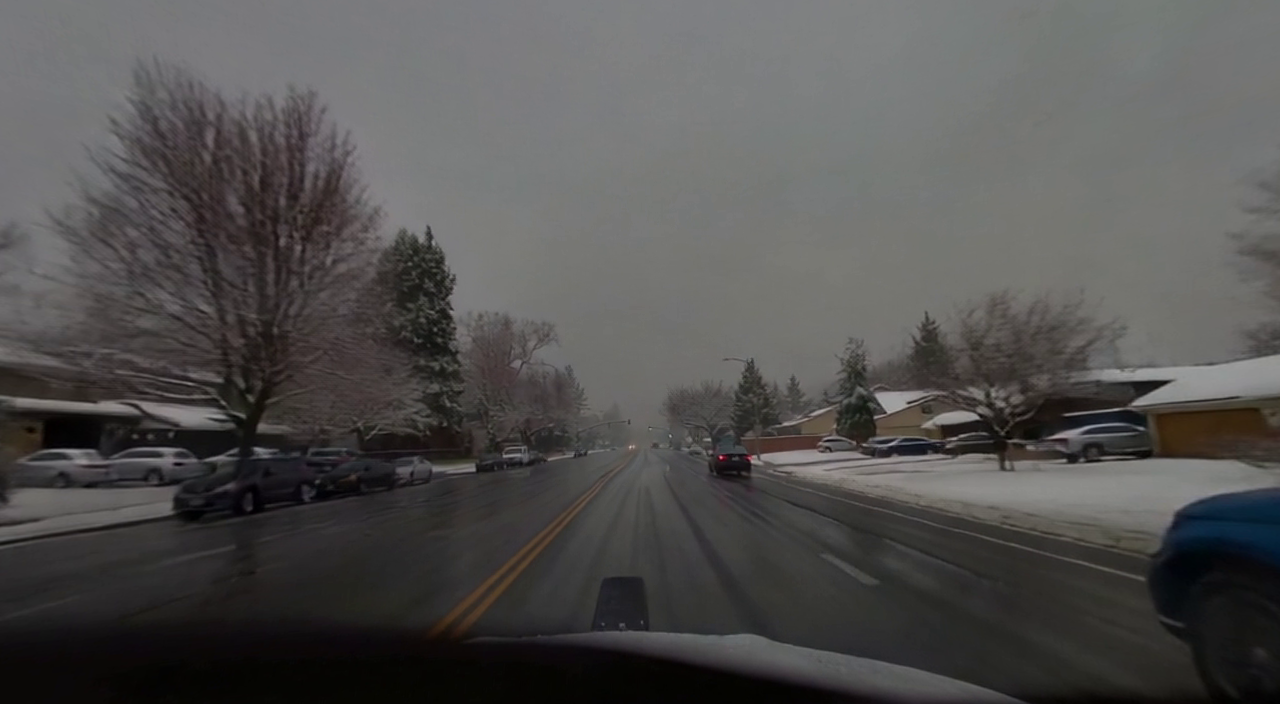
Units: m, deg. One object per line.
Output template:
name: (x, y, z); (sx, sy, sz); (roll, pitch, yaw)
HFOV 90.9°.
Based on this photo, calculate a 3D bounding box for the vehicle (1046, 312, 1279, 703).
vehicle: (4.027, 0.558, 1.284); (2.497, 1.889, 5.833); (0, -9, 0)

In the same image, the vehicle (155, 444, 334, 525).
vehicle: (-10.709, 3.556, 17.596); (2.083, 1.791, 4.585); (-5, -9, 0)

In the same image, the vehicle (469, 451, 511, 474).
vehicle: (-10.495, 7.746, 44.417); (1.829, 1.441, 4.355); (0, -9, 0)

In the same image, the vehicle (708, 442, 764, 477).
vehicle: (4.398, 4.989, 29.512); (1.956, 1.492, 4.425); (0, -9, 0)

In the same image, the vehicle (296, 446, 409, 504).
vehicle: (-10.586, 4.501, 23.614); (2.231, 1.736, 4.630); (-4, -8, -3)

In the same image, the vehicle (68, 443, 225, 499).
vehicle: (-17.544, 4.212, 22.753); (1.914, 1.792, 4.470); (-1, -9, 2)

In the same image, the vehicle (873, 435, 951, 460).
vehicle: (17.630, 6.214, 40.986); (4.065, 1.557, 2.107); (0, -9, -1)

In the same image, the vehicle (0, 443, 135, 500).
vehicle: (-20.416, 4.146, 22.072); (1.918, 1.767, 4.063); (-3, -9, 3)
